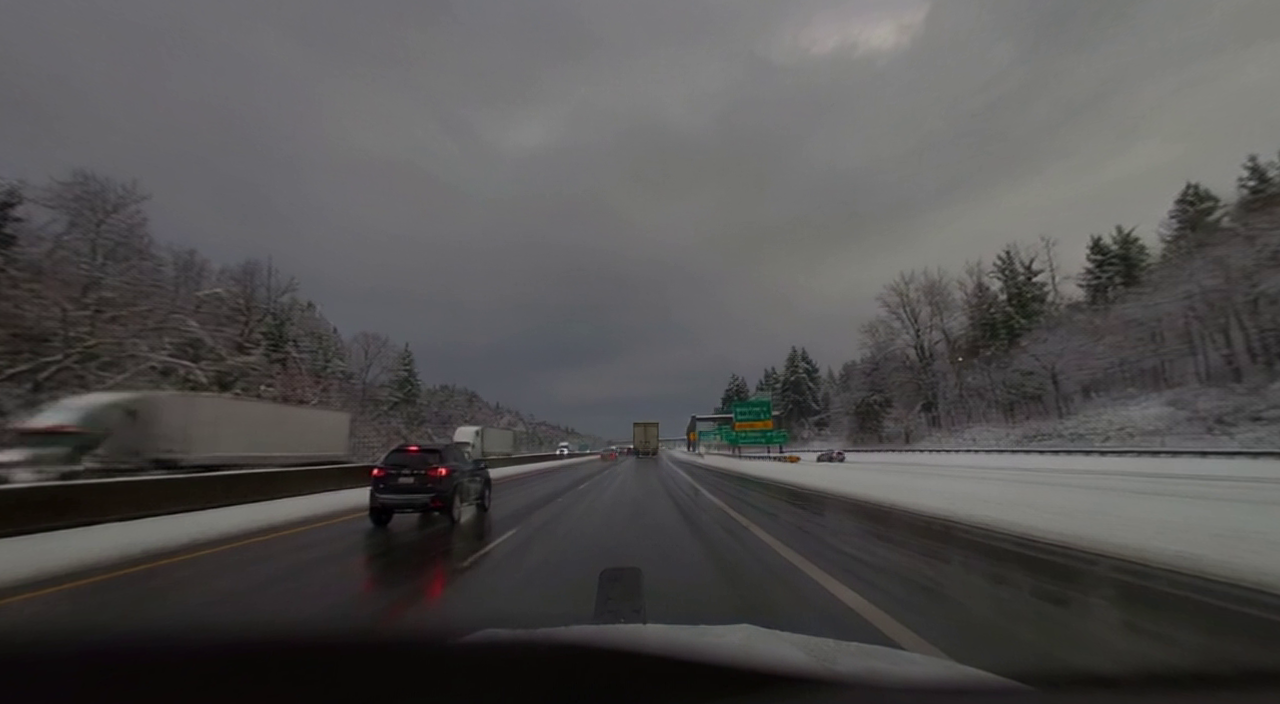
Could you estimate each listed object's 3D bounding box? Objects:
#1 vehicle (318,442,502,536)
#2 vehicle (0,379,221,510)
[{"bbox_3d":[-4.127,2.502,12.146,1.945,1.488,4.043,0,-9,1],"label":"vehicle"},{"bbox_3d":[-17.559,3.062,20.953,2.974,3.730,5.926,0,-9,0],"label":"vehicle"}]
